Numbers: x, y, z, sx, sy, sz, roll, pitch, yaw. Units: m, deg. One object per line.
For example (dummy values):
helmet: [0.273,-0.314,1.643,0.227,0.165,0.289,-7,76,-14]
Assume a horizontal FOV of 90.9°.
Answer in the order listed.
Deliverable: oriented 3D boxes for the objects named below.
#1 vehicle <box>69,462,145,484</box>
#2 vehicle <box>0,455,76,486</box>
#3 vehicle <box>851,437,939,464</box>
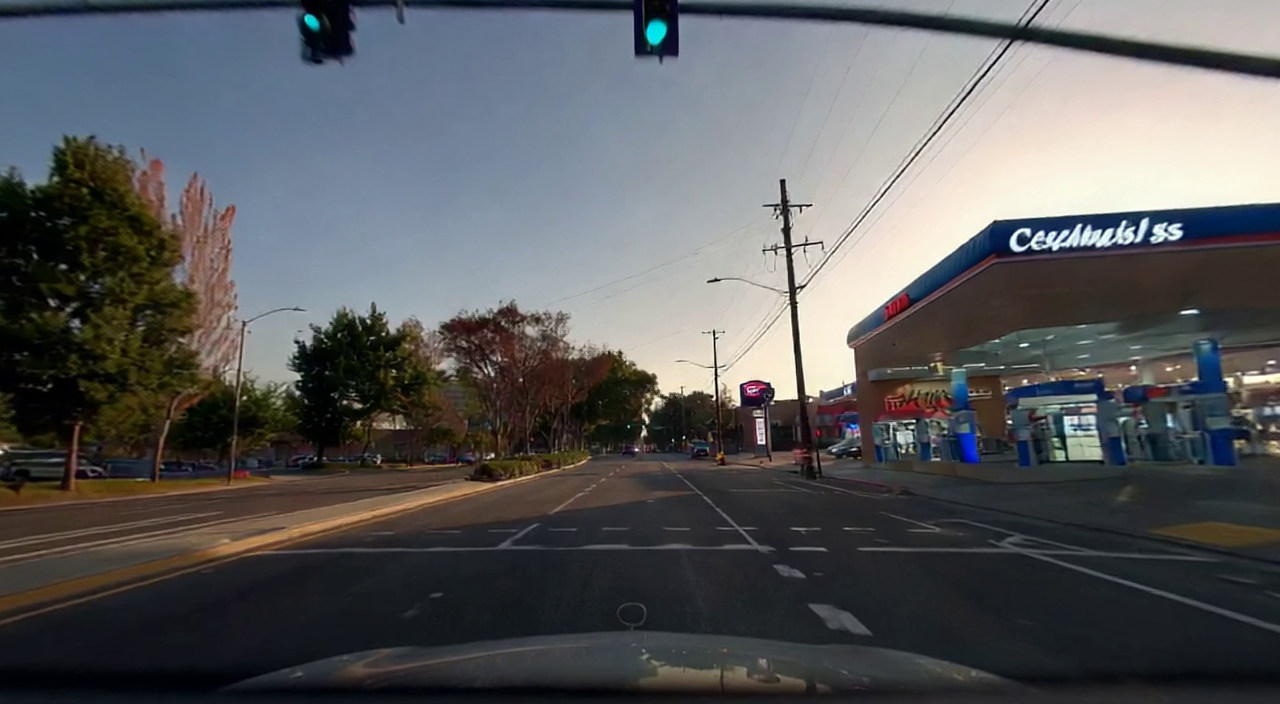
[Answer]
vehicle: [-39.160,8.888,46.421,1.784,1.385,4.365,0,-8,0]
vehicle: [-44.876,8.700,46.544,1.967,1.945,4.695,-4,-8,2]
vehicle: [15.426,5.952,38.262,4.510,1.517,2.035,1,-9,-12]
